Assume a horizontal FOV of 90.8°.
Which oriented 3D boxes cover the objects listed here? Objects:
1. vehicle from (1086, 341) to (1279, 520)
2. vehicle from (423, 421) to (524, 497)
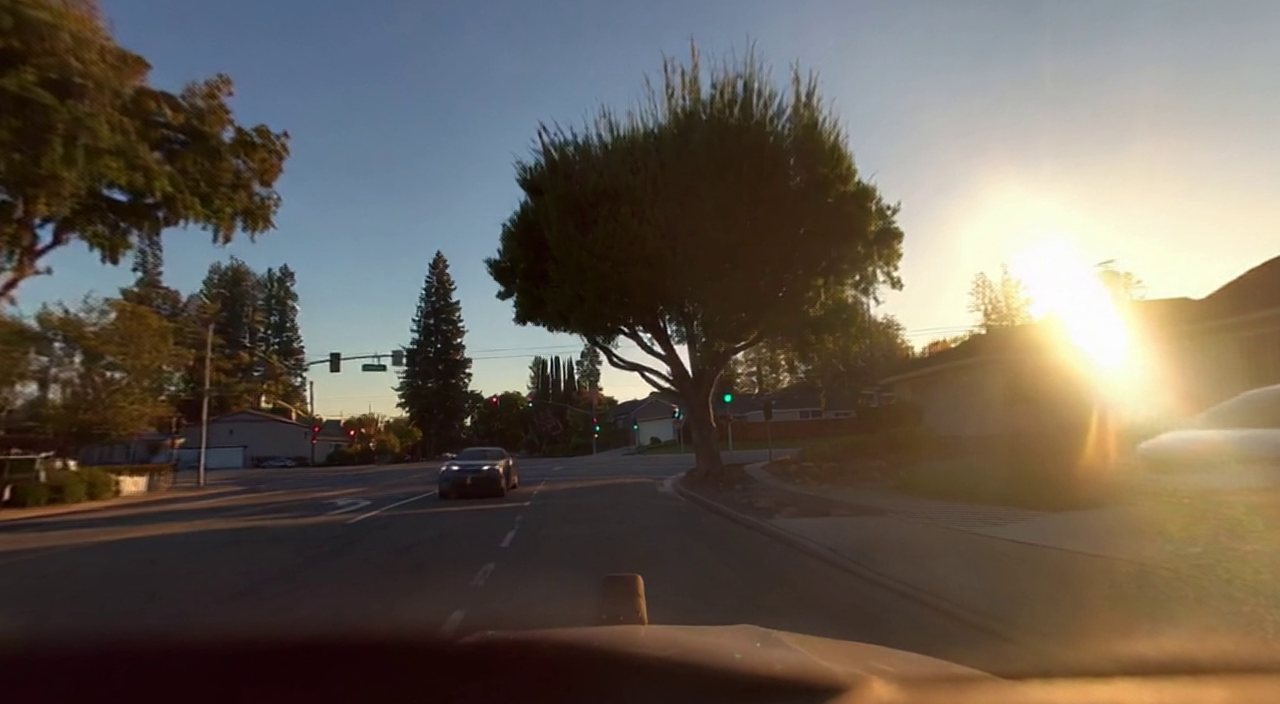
[{"bbox_3d":[7.929,0.885,6.939,4.663,1.618,1.962,1,-9,-6],"label":"vehicle"},{"bbox_3d":[-4.510,3.000,17.880,2.041,1.834,4.679,1,-9,-6],"label":"vehicle"}]
